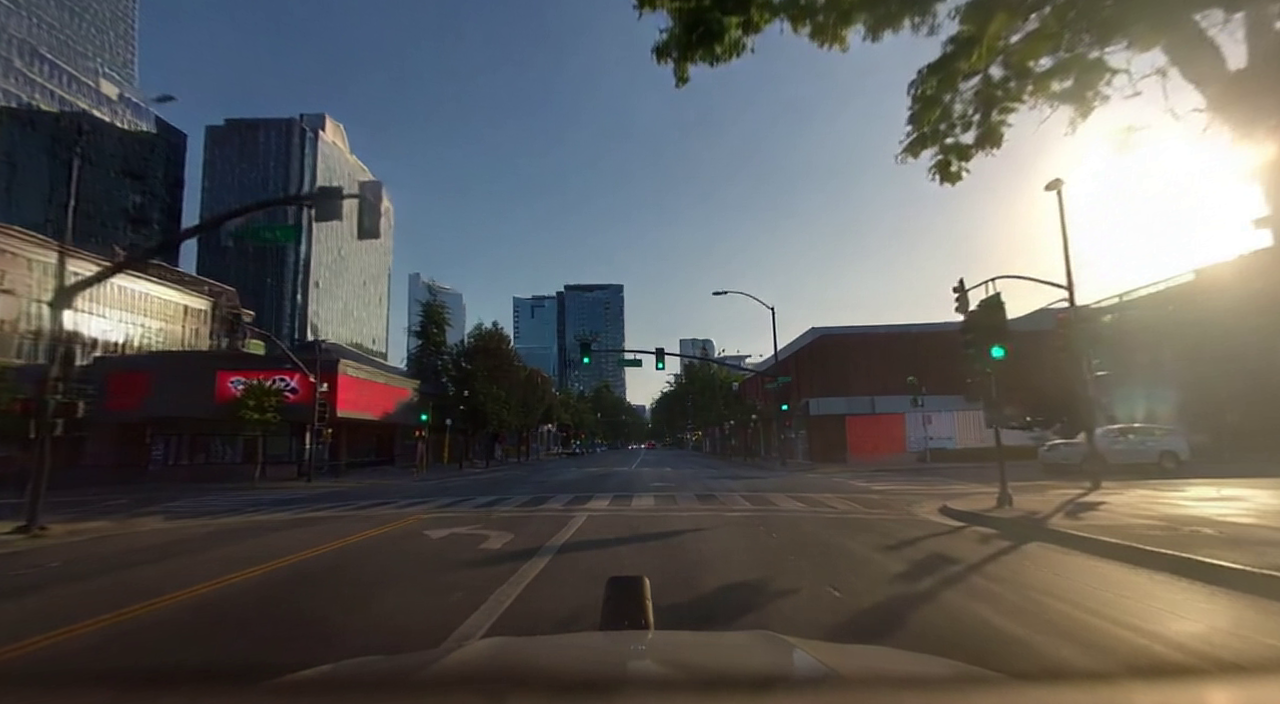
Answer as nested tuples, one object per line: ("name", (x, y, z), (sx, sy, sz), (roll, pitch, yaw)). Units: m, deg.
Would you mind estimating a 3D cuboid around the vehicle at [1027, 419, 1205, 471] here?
("vehicle", (17.323, 3.421, 23.134), (4.836, 1.795, 1.957), (0, -8, 1))
